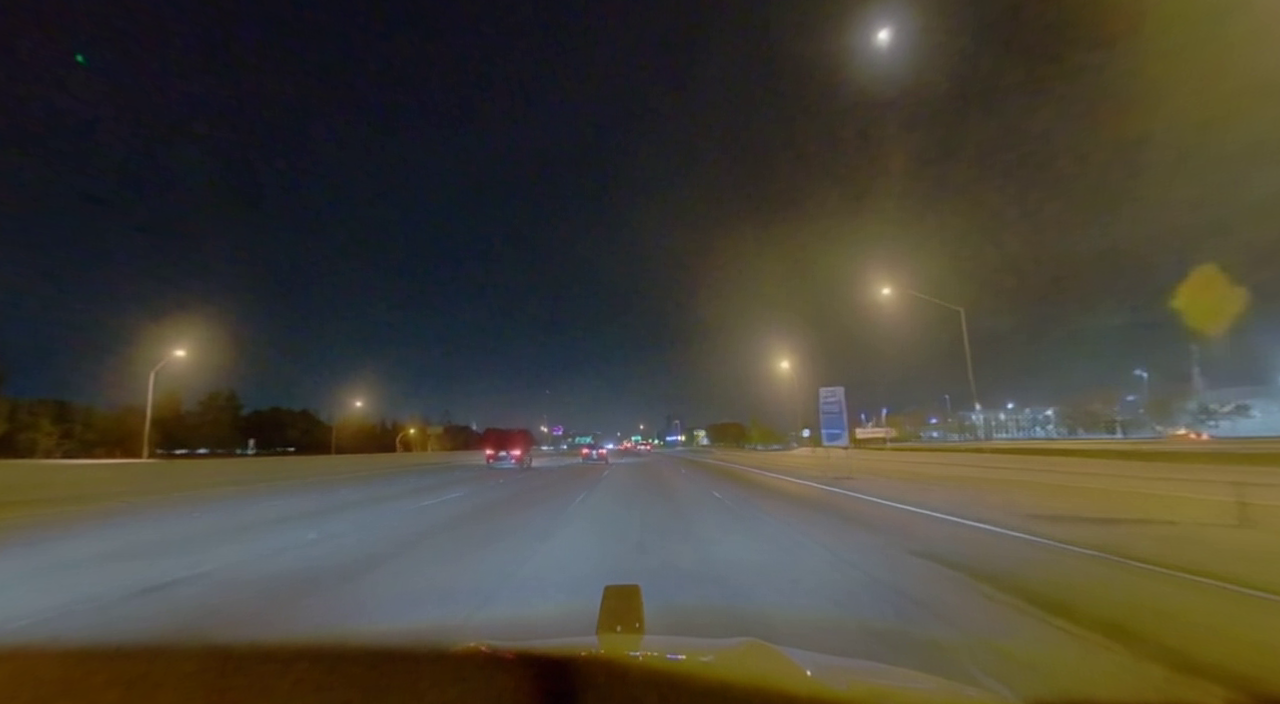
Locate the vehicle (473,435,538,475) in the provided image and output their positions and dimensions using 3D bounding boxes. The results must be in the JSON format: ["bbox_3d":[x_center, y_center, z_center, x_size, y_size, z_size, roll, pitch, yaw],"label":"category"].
[{"bbox_3d":[-6.386,4.920,30.487,2.015,1.762,4.790,0,-8,1],"label":"vehicle"}]

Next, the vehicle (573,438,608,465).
[{"bbox_3d":[-3.280,6.696,42.649,2.027,1.697,4.307,0,-8,0],"label":"vehicle"}]
